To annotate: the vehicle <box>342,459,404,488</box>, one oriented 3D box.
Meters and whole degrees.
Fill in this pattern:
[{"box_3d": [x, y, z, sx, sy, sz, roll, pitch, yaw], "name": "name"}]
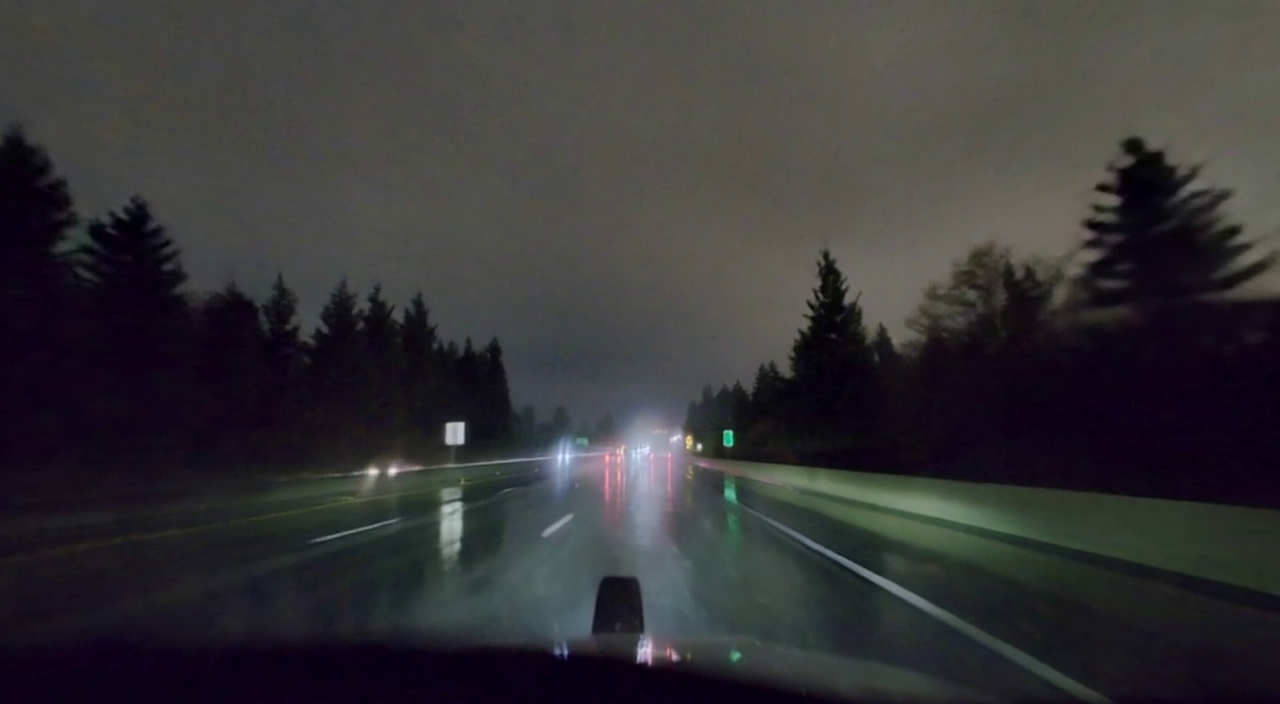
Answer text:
[{"box_3d": [-14.932, 6.788, 35.305, 1.780, 1.447, 3.766, 0, -9, 1], "name": "vehicle"}]
